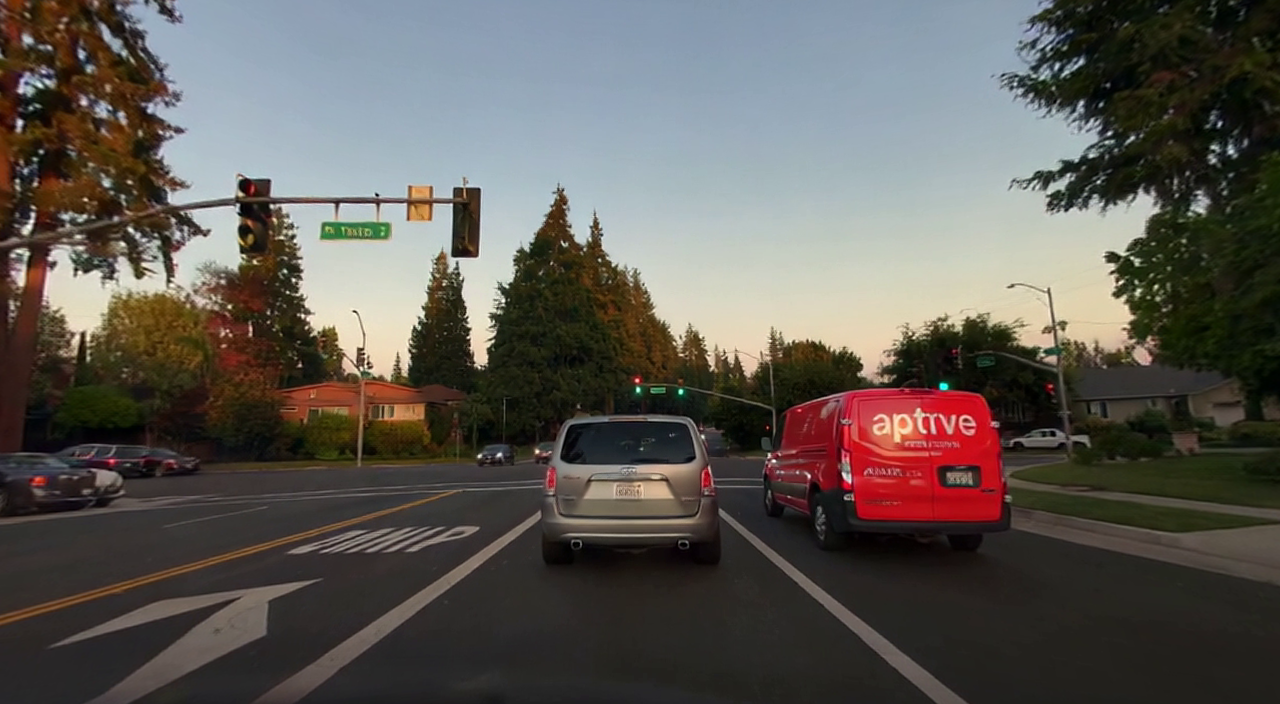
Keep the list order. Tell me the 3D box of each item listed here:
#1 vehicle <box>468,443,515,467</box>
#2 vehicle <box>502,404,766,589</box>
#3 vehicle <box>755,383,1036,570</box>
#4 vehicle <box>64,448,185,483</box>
[{"bbox_3d":[-9.901,6.901,42.166,1.881,1.515,4.262,0,-8,3],"label":"vehicle"},{"bbox_3d":[-0.046,1.598,7.794,2.321,1.624,4.367,0,-8,0],"label":"vehicle"},{"bbox_3d":[3.044,1.596,8.704,2.059,1.924,4.257,0,-8,0],"label":"vehicle"},{"bbox_3d":[-25.256,5.543,30.916,4.073,1.603,1.920,1,-8,-9],"label":"vehicle"}]
